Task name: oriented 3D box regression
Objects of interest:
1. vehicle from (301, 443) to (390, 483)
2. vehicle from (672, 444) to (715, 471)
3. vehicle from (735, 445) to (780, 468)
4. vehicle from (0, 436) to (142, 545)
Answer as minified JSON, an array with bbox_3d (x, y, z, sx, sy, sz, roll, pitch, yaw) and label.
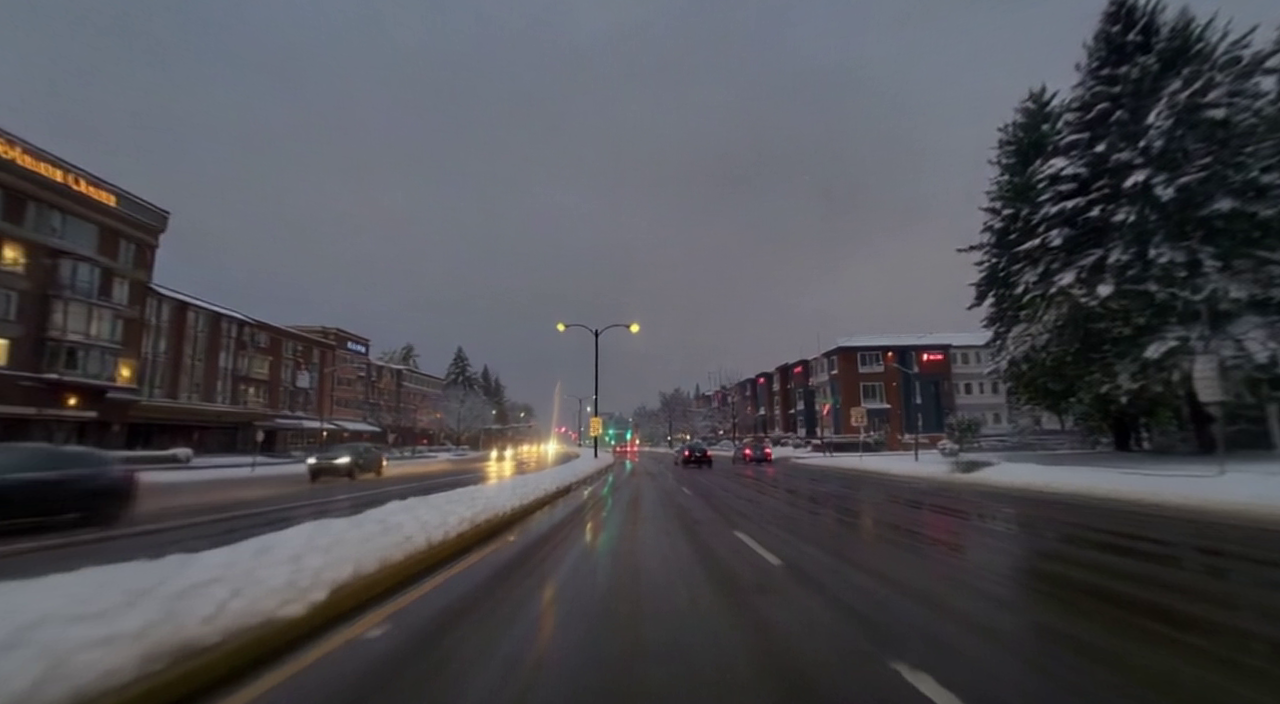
[{"bbox_3d":[-13.386,5.064,29.056,1.953,1.688,4.435,0,-9,0],"label":"vehicle"},{"bbox_3d":[3.184,6.356,38.317,2.020,1.479,4.650,0,-9,-2],"label":"vehicle"},{"bbox_3d":[7.561,6.775,41.062,1.932,1.439,4.159,0,-9,-2],"label":"vehicle"},{"bbox_3d":[-10.060,1.986,9.055,2.012,1.520,4.645,0,-9,1],"label":"vehicle"}]
